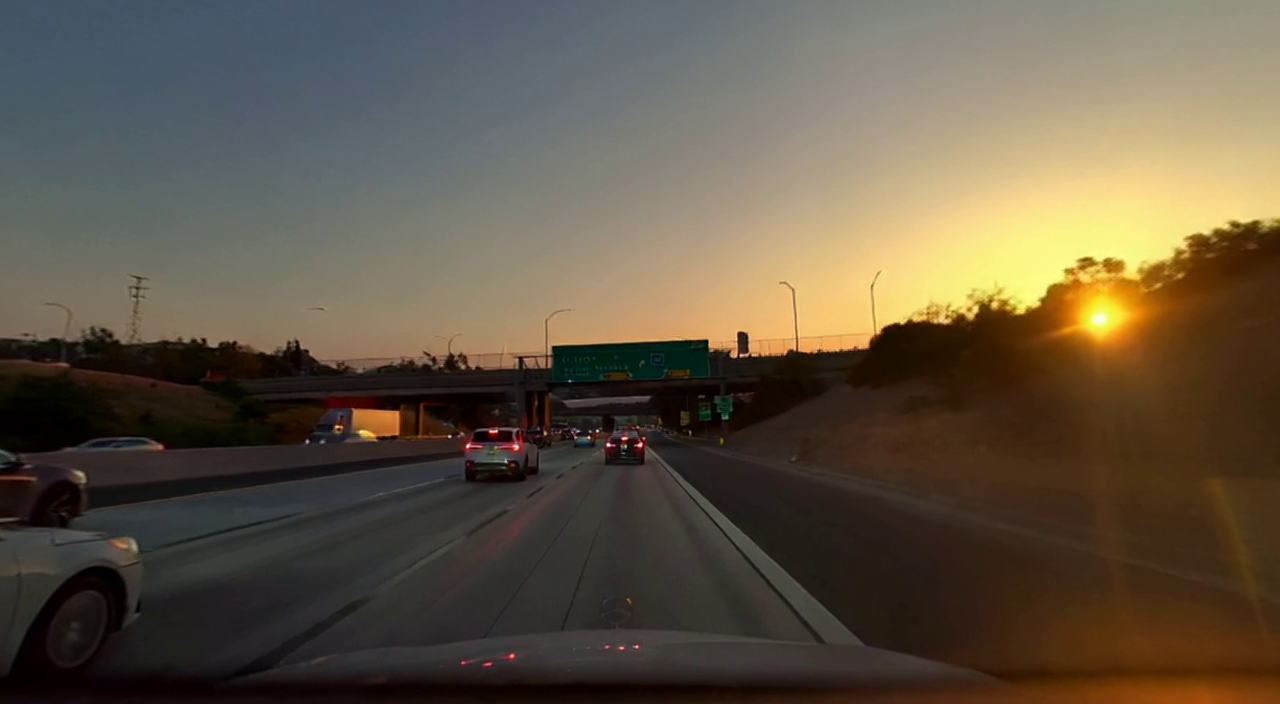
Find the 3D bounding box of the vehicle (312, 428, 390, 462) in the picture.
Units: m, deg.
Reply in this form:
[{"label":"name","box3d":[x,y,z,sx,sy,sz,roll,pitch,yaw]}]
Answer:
[{"label":"vehicle","box3d":[-15.546,5.028,34.155,2.078,1.665,4.538,0,-8,0]}]

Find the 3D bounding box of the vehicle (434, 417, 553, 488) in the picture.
[{"label":"vehicle","box3d":[-3.866,2.746,17.559,2.154,1.690,4.595,0,-8,1]}]

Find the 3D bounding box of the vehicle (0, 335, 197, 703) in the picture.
[{"label":"vehicle","box3d":[-3.748,0.651,1.609,2.107,1.703,4.274,0,-8,-1]}]

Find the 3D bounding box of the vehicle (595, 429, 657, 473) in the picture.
[{"label":"vehicle","box3d":[-0.480,3.572,23.043,2.070,1.452,3.834,0,-8,-1]}]
